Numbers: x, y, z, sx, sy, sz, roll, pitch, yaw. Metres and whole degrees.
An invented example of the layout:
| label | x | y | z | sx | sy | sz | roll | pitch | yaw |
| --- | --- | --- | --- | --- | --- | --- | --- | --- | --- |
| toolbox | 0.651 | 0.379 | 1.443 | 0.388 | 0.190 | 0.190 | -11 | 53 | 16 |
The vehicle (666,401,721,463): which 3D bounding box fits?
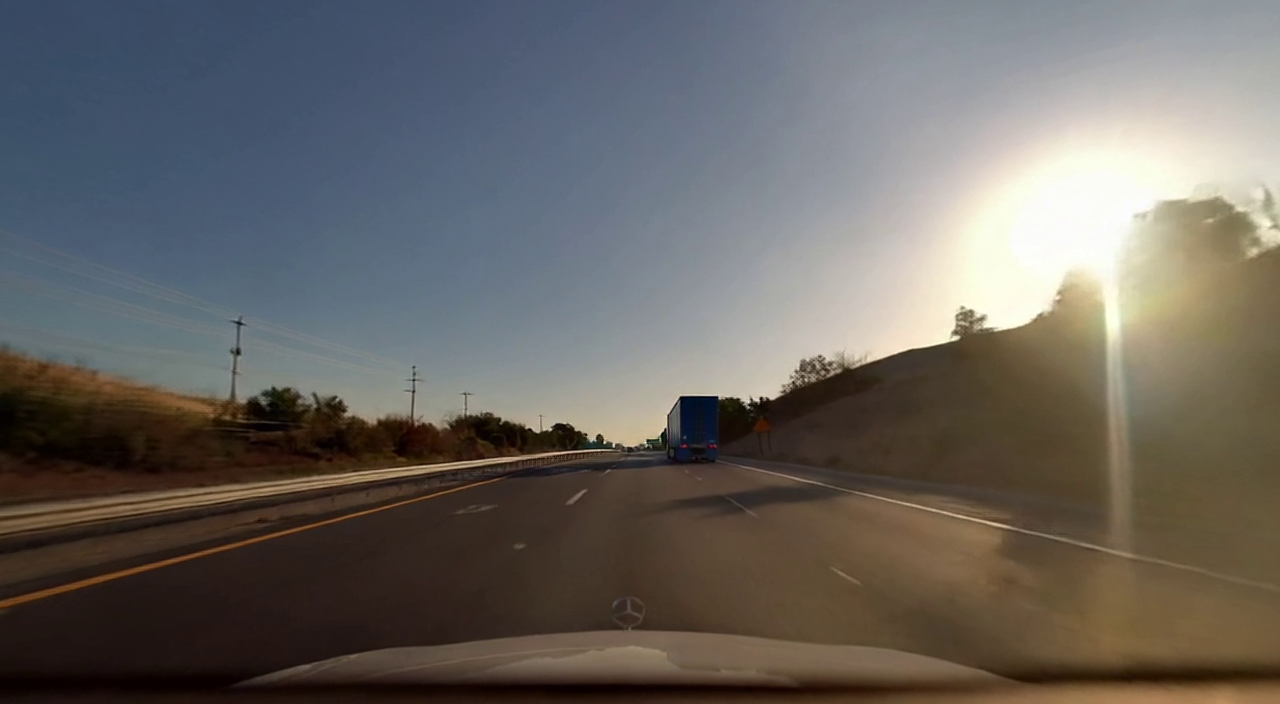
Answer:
| label | x | y | z | sx | sy | sz | roll | pitch | yaw |
| --- | --- | --- | --- | --- | --- | --- | --- | --- | --- |
| vehicle | 3.871 | 6.343 | 48.862 | 2.933 | 4.100 | 14.317 | 0 | -8 | 0 |
